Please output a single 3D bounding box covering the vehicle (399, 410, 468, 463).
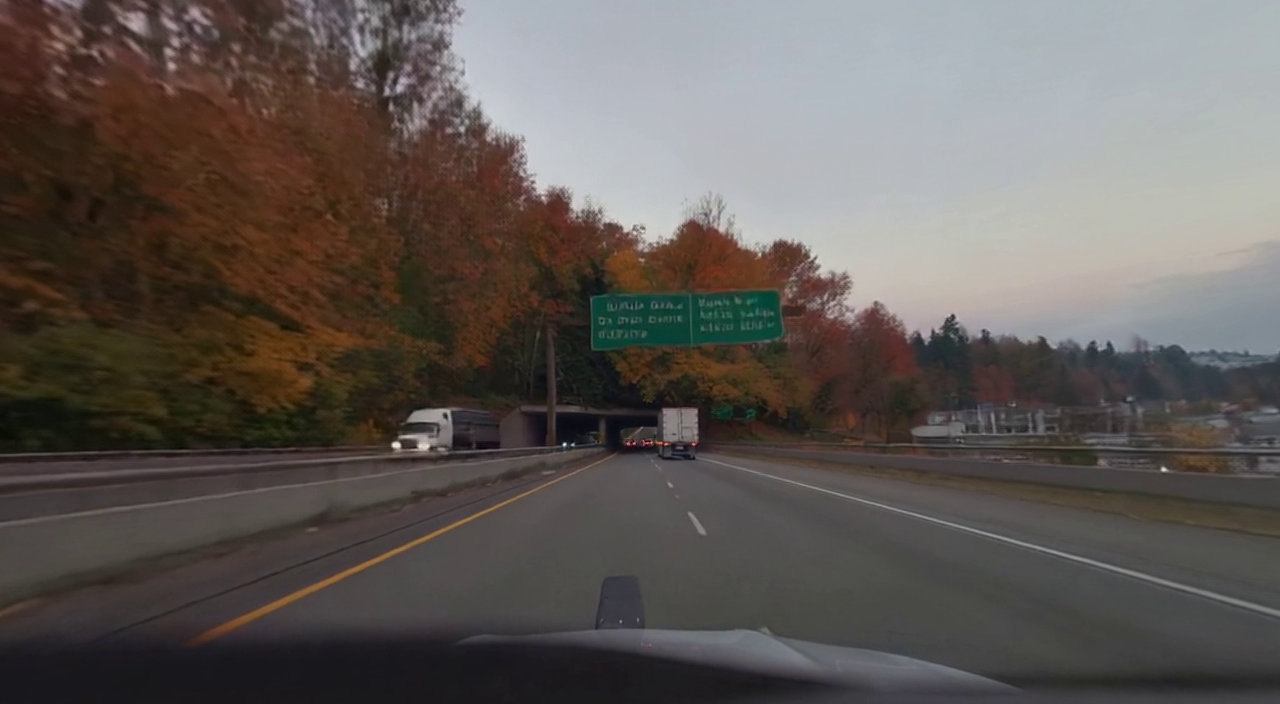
[{"bbox_3d":[-14.081,5.773,43.130,3.618,3.504,2.875,0,-8,1],"label":"vehicle"}]
